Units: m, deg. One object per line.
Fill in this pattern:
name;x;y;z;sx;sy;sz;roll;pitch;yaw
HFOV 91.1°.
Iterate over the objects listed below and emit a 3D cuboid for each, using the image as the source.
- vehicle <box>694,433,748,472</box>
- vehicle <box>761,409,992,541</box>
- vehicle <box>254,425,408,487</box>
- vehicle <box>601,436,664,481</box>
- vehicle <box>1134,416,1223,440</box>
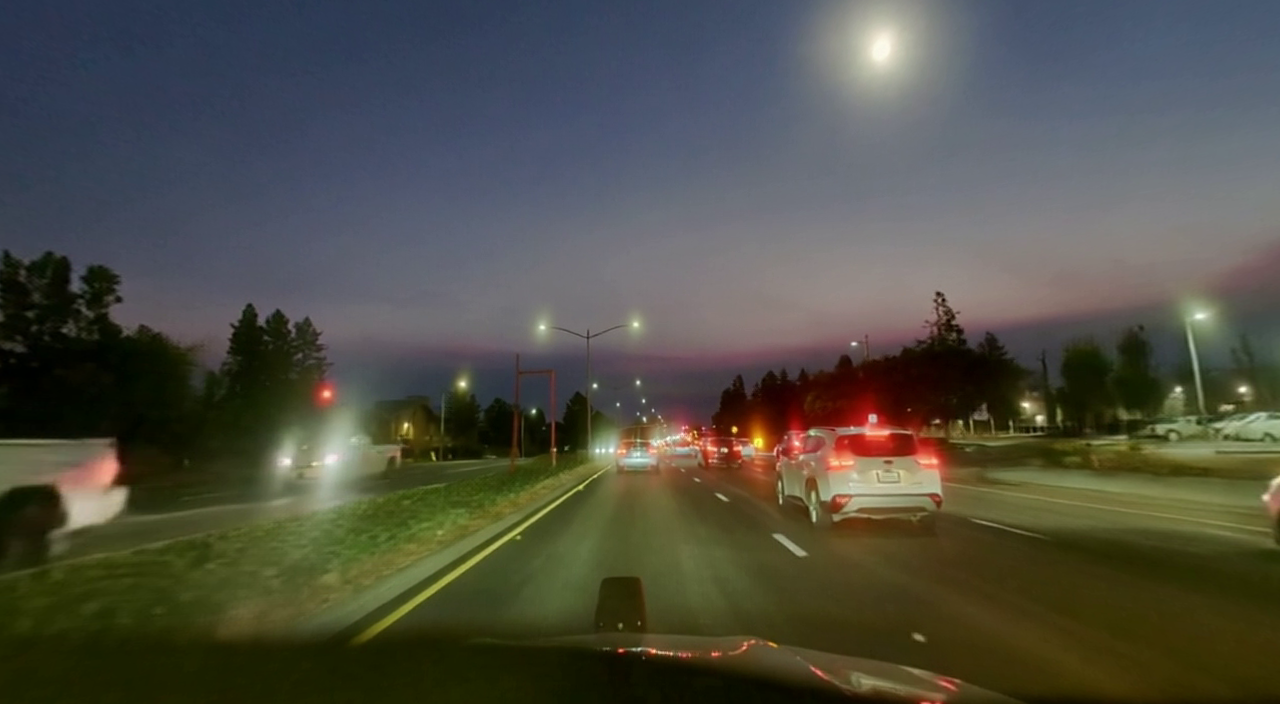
vehicle;3.845;4.883;30.564;1.982;1.709;4.427;0;-9;-1
vehicle;3.524;1.940;10.461;2.130;1.718;4.310;0;-9;0
vehicle;-11.568;3.994;24.370;2.494;2.052;6.719;0;-9;1
vehicle;-0.231;3.904;23.198;2.111;1.506;4.018;0;-9;0
vehicle;34.752;4.968;40.663;1.797;1.452;4.453;0;-9;0
